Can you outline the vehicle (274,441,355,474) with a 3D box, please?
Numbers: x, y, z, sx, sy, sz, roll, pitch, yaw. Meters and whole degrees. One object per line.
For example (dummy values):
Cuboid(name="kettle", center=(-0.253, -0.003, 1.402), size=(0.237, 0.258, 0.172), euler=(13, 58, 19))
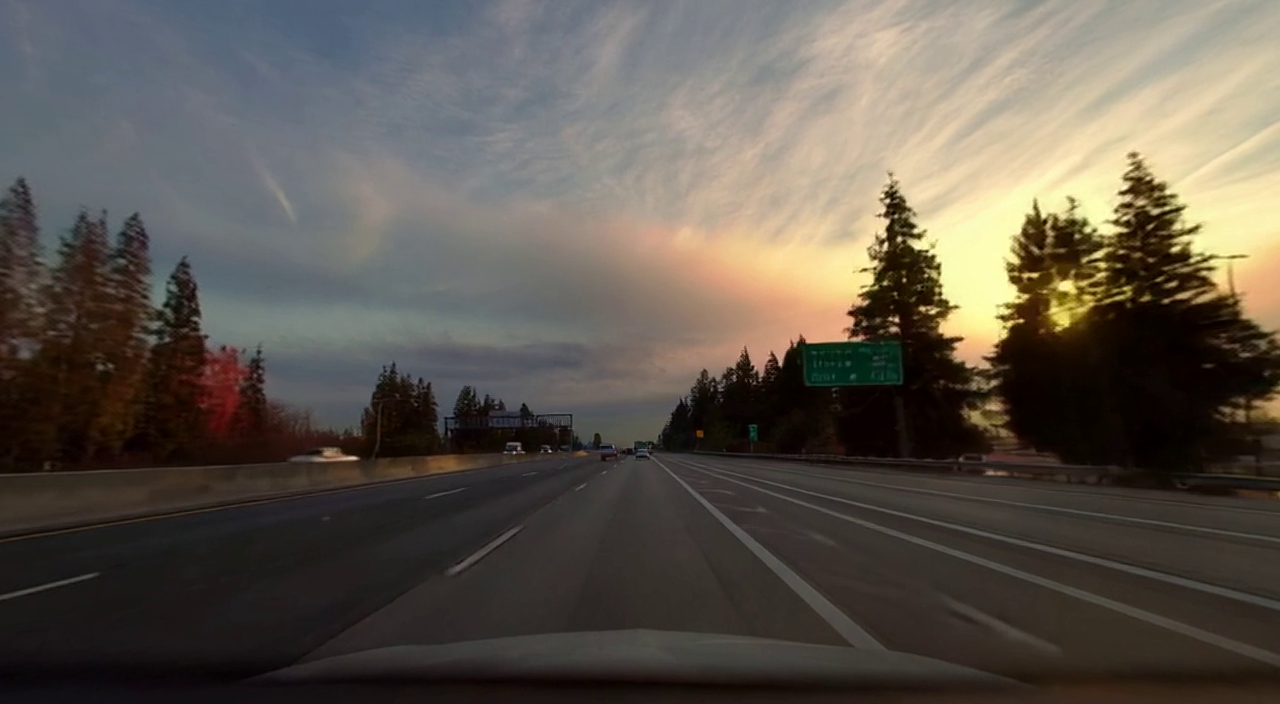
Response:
Cuboid(name="vehicle", center=(-19.986, 6.516, 39.071), size=(2.289, 1.857, 4.835), euler=(-1, -9, 2))
